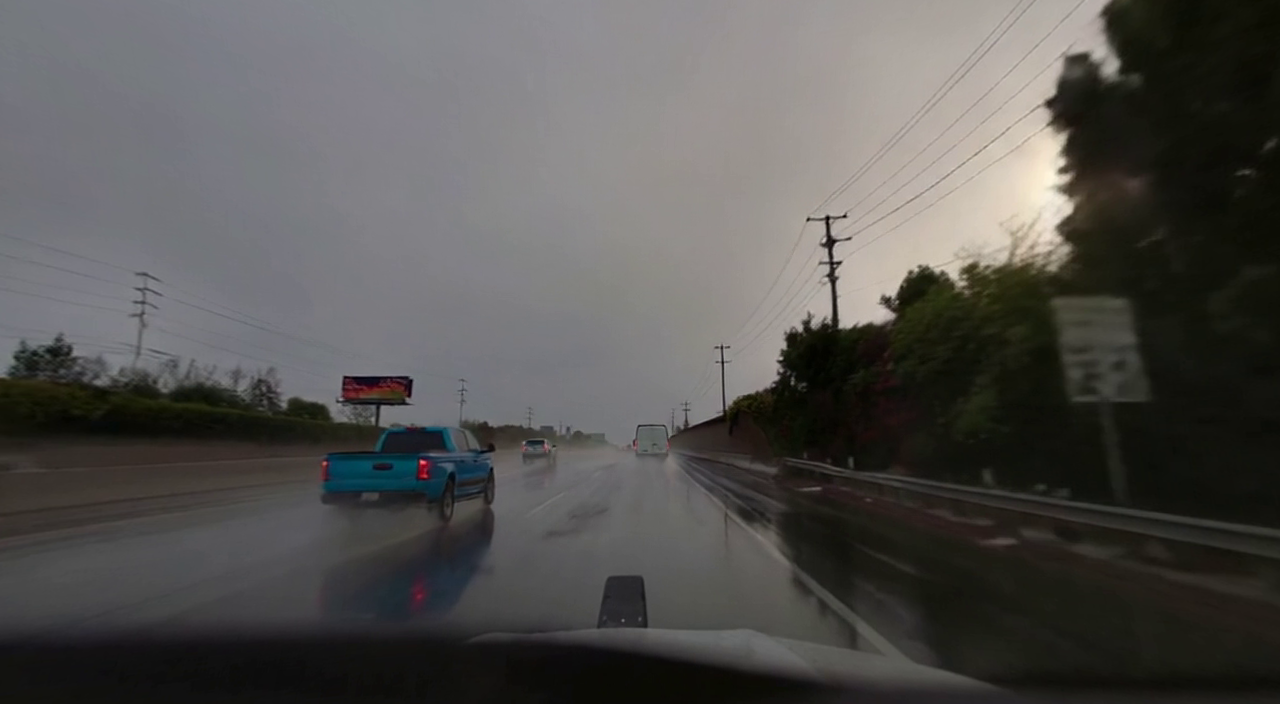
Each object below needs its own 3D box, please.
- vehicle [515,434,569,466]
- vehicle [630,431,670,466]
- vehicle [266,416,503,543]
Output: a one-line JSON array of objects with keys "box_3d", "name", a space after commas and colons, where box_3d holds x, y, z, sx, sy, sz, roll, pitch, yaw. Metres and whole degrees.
[{"box_3d": [-6.819, 6.922, 44.575, 2.695, 2.084, 6.836, 0, -8, 1], "name": "vehicle"}, {"box_3d": [0.708, 6.808, 44.608, 2.692, 2.279, 5.695, 0, -8, 1], "name": "vehicle"}, {"box_3d": [-4.061, 2.114, 11.112, 2.145, 1.730, 4.729, 0, -8, 1], "name": "vehicle"}]
